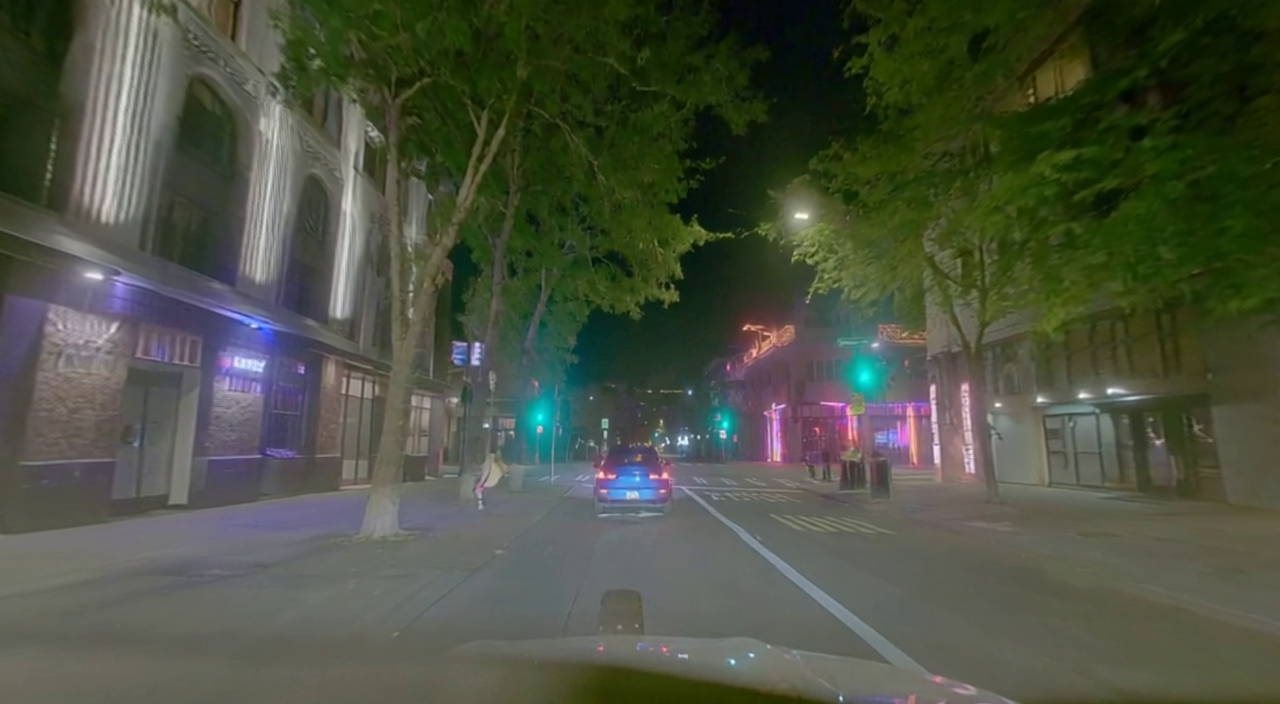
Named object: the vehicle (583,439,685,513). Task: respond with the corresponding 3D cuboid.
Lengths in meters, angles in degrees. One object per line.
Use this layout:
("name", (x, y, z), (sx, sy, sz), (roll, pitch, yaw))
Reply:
("vehicle", (-0.139, 2.902, 15.324), (2.106, 1.482, 4.459), (0, -9, 0))
